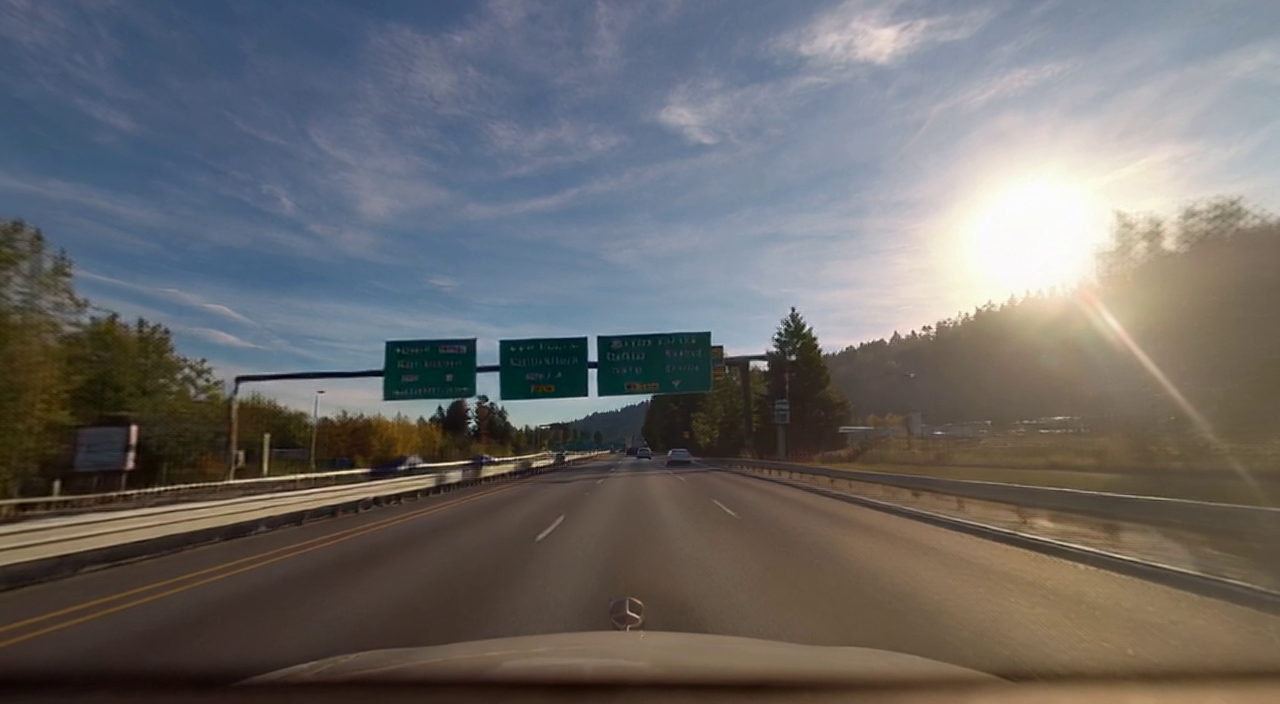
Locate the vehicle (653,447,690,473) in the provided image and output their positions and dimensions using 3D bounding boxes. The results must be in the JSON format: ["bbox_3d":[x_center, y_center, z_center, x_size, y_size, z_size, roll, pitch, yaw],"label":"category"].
[{"bbox_3d":[1.874,6.515,38.145,2.036,1.457,3.471,0,-9,0],"label":"vehicle"}]
